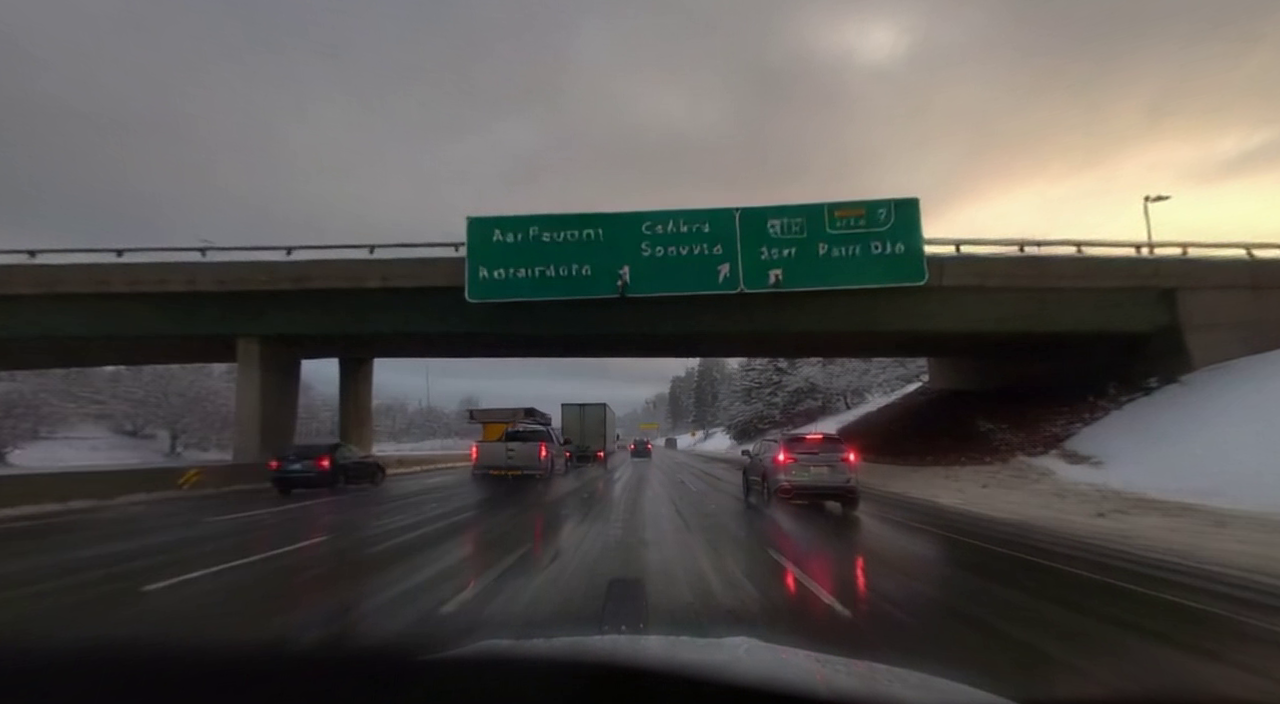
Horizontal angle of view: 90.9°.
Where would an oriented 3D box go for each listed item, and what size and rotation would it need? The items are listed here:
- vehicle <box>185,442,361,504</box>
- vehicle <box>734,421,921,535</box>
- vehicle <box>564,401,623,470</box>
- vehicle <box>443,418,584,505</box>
[{"bbox_3d":[-10.027,3.318,17.815,1.981,1.495,4.834,0,-9,1],"label":"vehicle"},{"bbox_3d":[3.093,2.183,11.516,2.028,1.658,4.334,0,-9,-1],"label":"vehicle"},{"bbox_3d":[-3.028,6.165,45.737,2.869,4.108,15.564,0,-9,1],"label":"vehicle"},{"bbox_3d":[-3.281,3.074,18.202,2.645,2.023,6.491,0,-9,1],"label":"vehicle"}]
